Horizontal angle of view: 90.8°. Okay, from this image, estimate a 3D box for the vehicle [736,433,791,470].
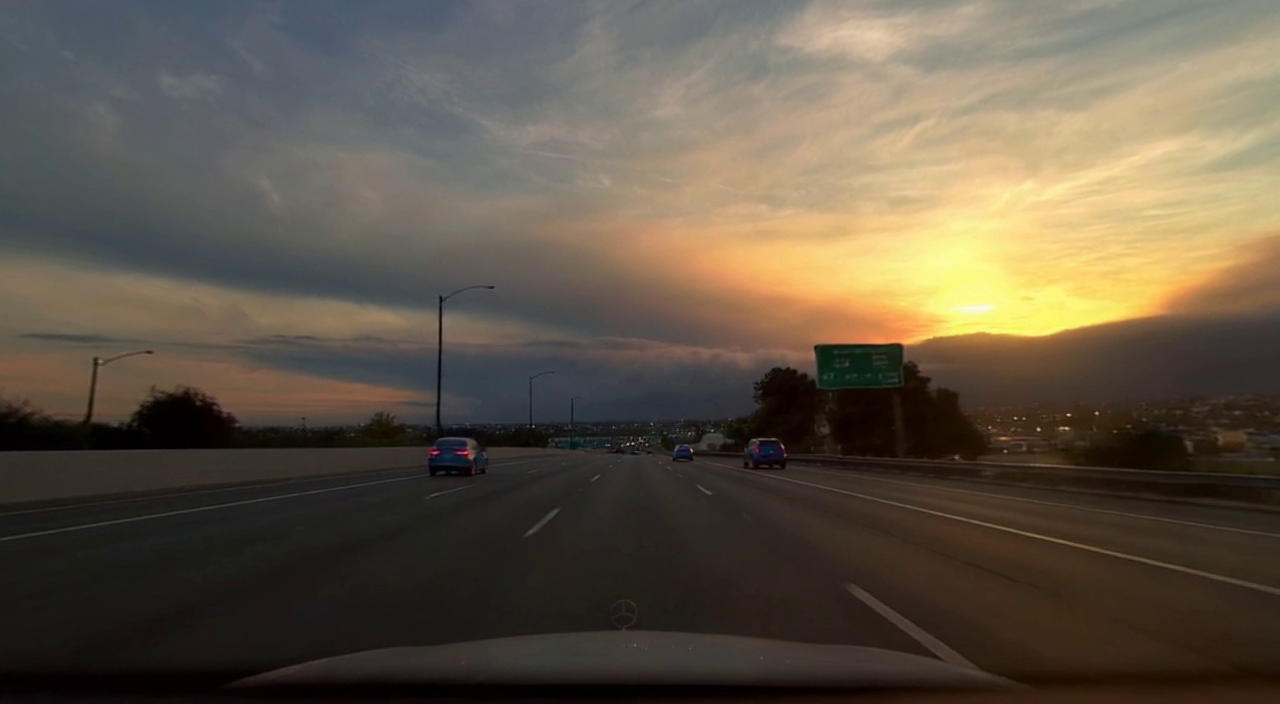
[{"bbox_3d":[6.863,5.594,35.701,2.065,1.953,4.605,0,-8,-1],"label":"vehicle"}]

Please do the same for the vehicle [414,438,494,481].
[{"bbox_3d":[-8.073,4.680,27.986,2.083,1.696,5.464,1,-8,-2],"label":"vehicle"}]

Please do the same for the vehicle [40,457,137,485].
[{"bbox_3d":[-32.709,7.022,37.633,1.855,1.466,4.350,0,-8,0],"label":"vehicle"}]

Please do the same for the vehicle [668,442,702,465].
[{"bbox_3d":[3.150,7.202,44.937,2.000,1.533,3.770,0,-8,-1],"label":"vehicle"}]
